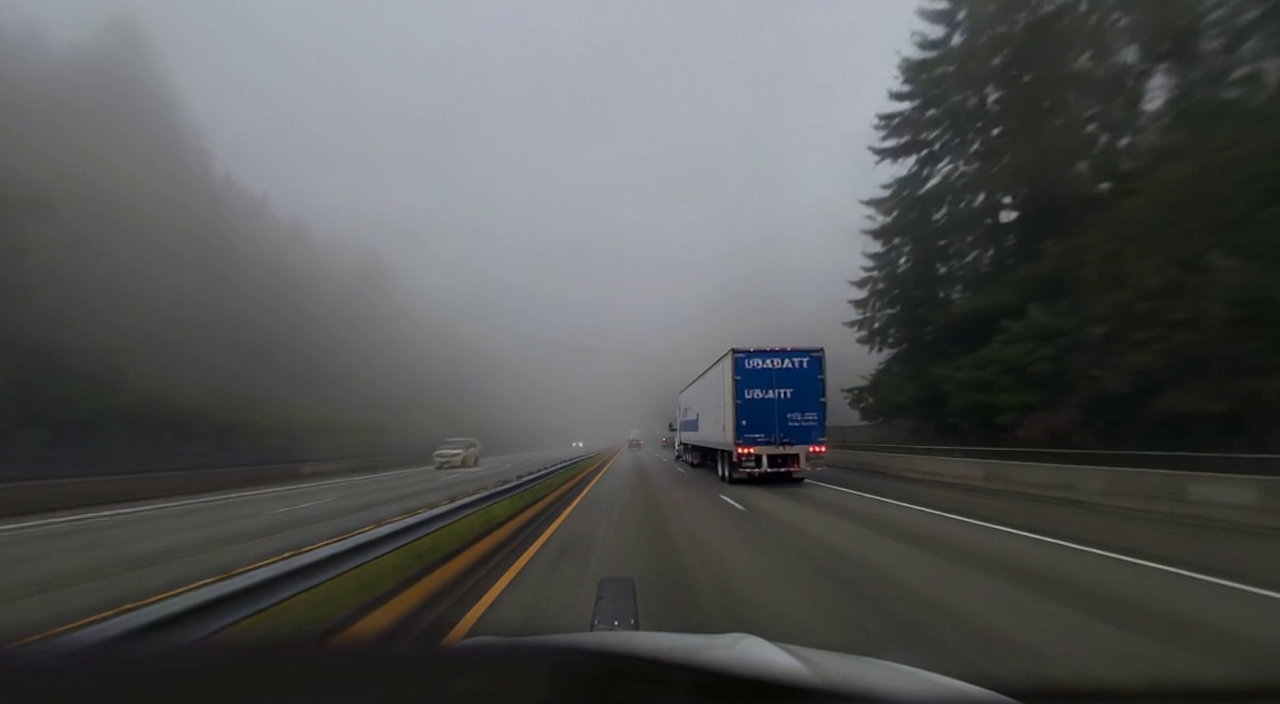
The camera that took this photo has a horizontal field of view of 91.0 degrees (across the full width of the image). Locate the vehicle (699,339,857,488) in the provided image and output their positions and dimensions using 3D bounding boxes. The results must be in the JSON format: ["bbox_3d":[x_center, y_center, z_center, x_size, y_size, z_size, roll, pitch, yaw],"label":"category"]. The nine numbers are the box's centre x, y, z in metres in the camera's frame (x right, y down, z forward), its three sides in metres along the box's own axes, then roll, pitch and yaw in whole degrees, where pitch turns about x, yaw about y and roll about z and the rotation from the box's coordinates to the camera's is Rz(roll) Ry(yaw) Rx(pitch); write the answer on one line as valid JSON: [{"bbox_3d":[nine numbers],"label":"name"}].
[{"bbox_3d":[3.952,2.148,20.461,3.006,3.850,8.310,0,-8,-1],"label":"vehicle"}]
